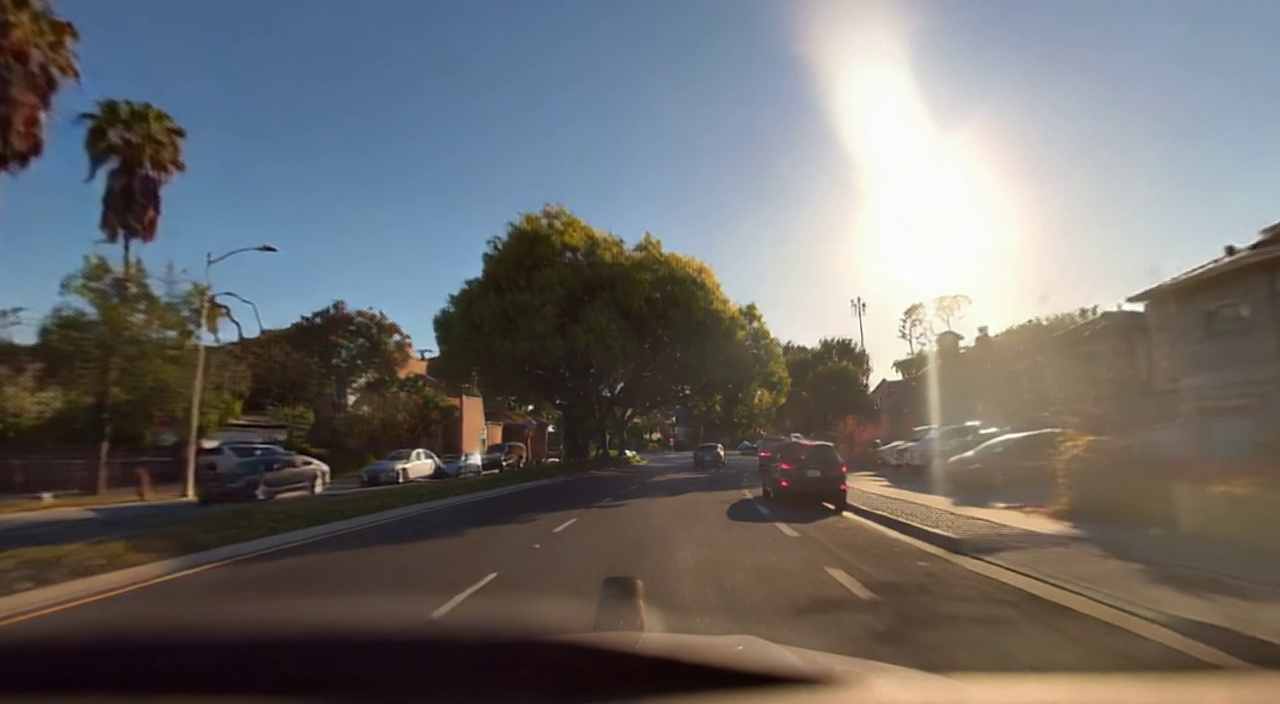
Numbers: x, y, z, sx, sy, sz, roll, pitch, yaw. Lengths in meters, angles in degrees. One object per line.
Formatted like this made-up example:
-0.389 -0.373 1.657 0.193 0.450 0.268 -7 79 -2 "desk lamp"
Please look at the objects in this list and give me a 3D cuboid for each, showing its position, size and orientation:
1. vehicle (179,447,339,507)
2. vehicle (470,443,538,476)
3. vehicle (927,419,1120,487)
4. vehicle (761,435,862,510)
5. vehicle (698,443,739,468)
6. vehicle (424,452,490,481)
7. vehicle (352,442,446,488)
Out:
-12.614 4.124 21.380 1.967 1.736 4.730 -1 -9 8 "vehicle"
-8.873 7.098 42.013 2.051 1.957 5.968 -1 -9 13 "vehicle"
11.596 3.132 19.501 4.557 1.795 1.986 -4 -10 13 "vehicle"
4.397 3.138 16.935 2.043 1.692 4.581 -1 -9 9 "vehicle"
5.095 6.621 40.403 2.035 1.474 4.284 -2 -9 14 "vehicle"
-10.299 6.451 35.946 1.786 1.488 4.518 -3 -9 10 "vehicle"
-11.385 5.365 30.338 2.081 1.948 4.821 -1 -9 8 "vehicle"
